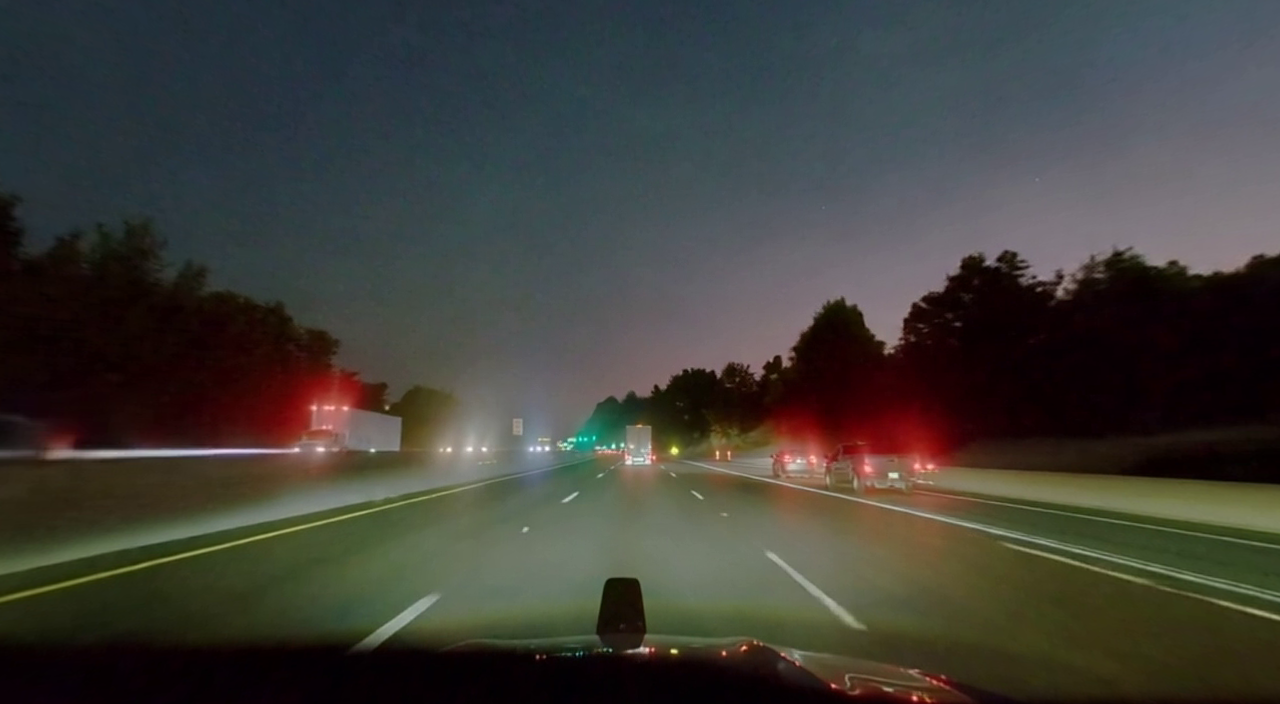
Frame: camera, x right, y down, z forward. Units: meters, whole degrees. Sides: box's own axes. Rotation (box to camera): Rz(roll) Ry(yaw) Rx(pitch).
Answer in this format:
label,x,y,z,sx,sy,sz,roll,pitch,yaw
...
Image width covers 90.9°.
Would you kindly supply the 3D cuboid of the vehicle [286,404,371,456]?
label,x,y,z,sx,sy,sz,roll,pitch,yaw
vehicle,-24.155,6.233,49.353,2.766,3.715,7.293,0,-9,0
